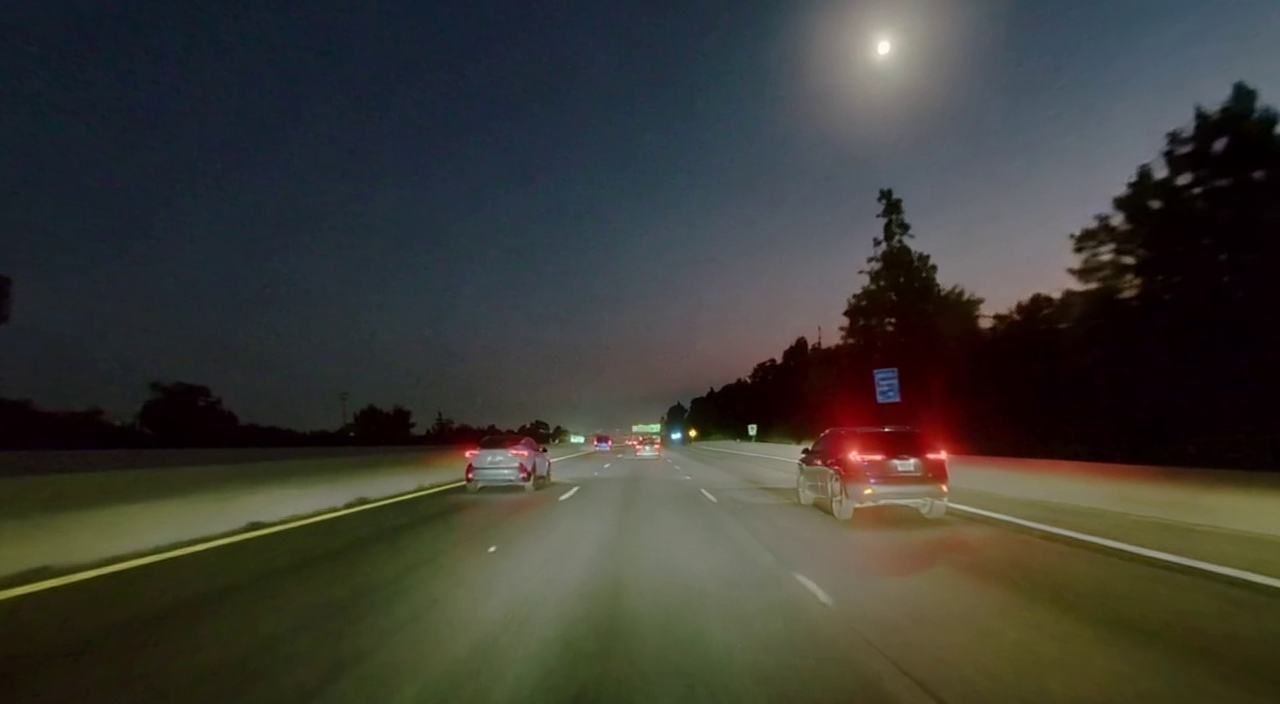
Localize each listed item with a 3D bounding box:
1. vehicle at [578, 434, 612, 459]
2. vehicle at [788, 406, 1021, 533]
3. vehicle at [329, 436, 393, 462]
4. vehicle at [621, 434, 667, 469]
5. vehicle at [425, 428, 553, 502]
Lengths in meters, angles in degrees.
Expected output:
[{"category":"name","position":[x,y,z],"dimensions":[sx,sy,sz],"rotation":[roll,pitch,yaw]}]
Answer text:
[{"category":"vehicle","position":[-3.230,6.893,45.843],"dimensions":[2.044,1.682,4.201],"rotation":[0,-8,1]},{"category":"vehicle","position":[4.121,1.900,10.745],"dimensions":[2.025,1.707,4.279],"rotation":[0,-8,-1]},{"category":"vehicle","position":[-18.400,6.418,41.676],"dimensions":[2.121,1.619,4.577],"rotation":[0,-8,1]},{"category":"vehicle","position":[0.177,4.769,30.228],"dimensions":[2.049,1.542,3.816],"rotation":[0,-8,0]},{"category":"vehicle","position":[-3.580,2.758,15.835],"dimensions":[2.066,1.561,4.495],"rotation":[0,-8,1]}]
